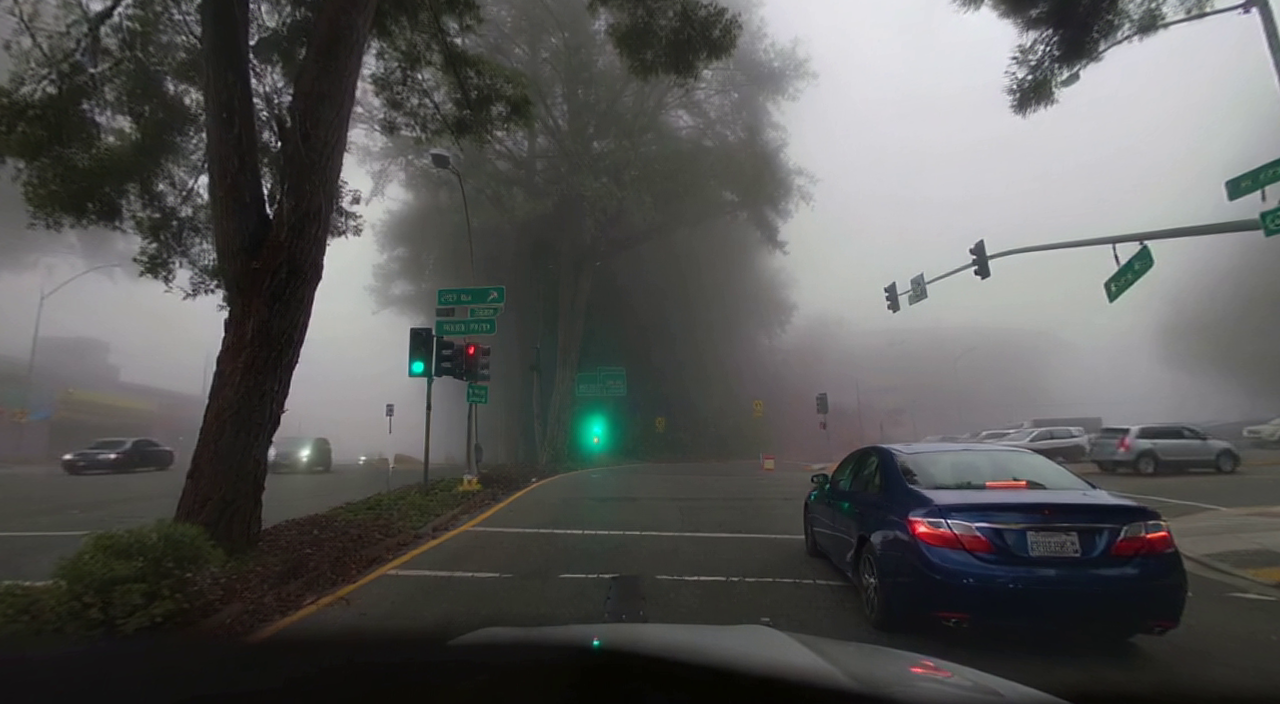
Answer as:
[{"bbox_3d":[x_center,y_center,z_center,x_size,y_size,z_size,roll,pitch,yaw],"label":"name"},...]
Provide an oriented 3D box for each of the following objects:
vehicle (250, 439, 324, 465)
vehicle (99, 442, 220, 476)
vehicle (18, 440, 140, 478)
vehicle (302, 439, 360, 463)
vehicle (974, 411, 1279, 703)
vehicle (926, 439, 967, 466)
[{"bbox_3d":[-27.438,7.810,49.360,2.233,1.889,6.305,0,-8,-1],"label":"vehicle"},{"bbox_3d":[-22.735,5.059,30.130,2.206,1.447,4.697,0,-8,-2],"label":"vehicle"},{"bbox_3d":[-26.772,5.090,30.315,1.886,1.694,4.420,0,-8,-2],"label":"vehicle"},{"bbox_3d":[-23.762,7.619,48.657,2.111,1.742,4.757,0,-8,-2],"label":"vehicle"},{"bbox_3d":[4.113,1.070,3.306,1.940,1.487,4.562,0,-8,-5],"label":"vehicle"},{"bbox_3d":[18.134,5.908,37.169,1.930,1.492,4.703,-5,-9,27],"label":"vehicle"}]
